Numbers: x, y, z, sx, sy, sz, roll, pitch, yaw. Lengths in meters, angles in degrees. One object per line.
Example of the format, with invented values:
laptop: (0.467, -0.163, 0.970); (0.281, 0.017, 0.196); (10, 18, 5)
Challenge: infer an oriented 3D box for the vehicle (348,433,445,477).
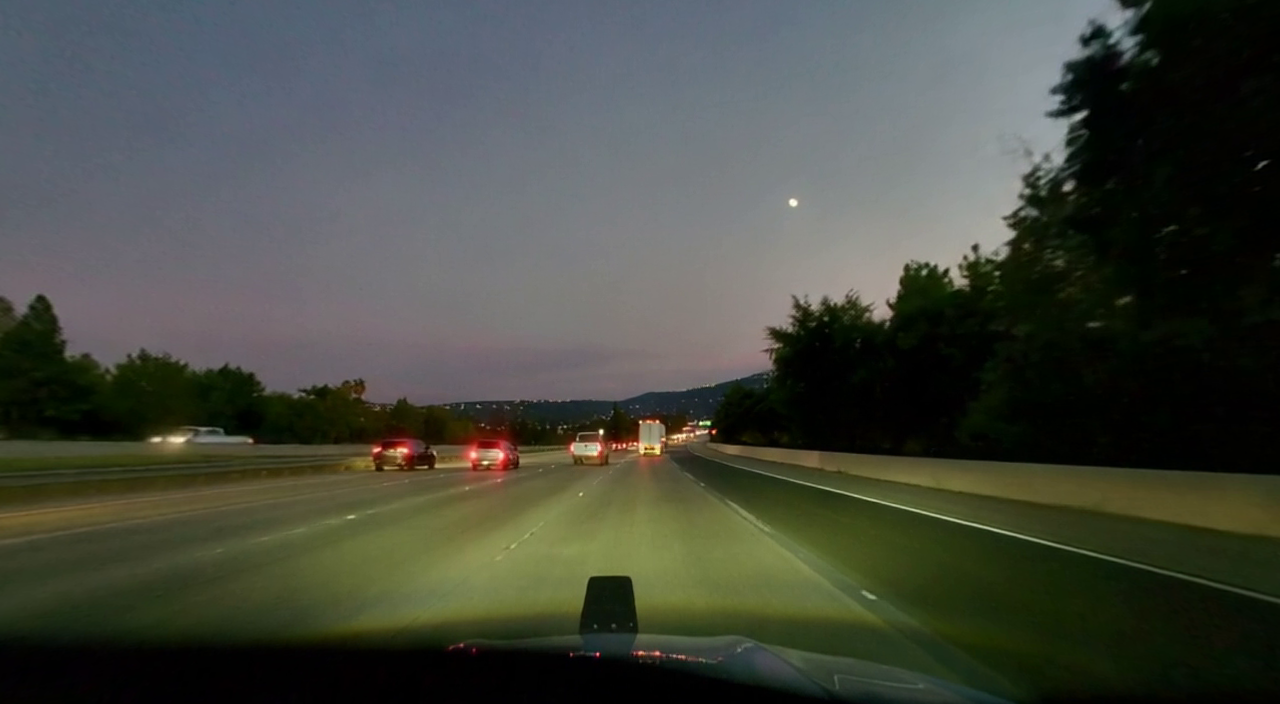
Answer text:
vehicle: (-10.607, 4.546, 28.106); (2.080, 1.777, 5.450); (0, -9, 1)

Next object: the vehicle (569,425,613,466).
vehicle: (-3.177, 6.238, 42.191); (2.328, 2.519, 5.238); (0, -9, 3)

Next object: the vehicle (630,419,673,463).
vehicle: (0.814, 6.302, 44.464); (2.768, 2.854, 6.757); (0, -9, 1)

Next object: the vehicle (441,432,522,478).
vehicle: (-6.814, 4.487, 27.780); (2.206, 1.838, 4.889); (0, -9, 1)
